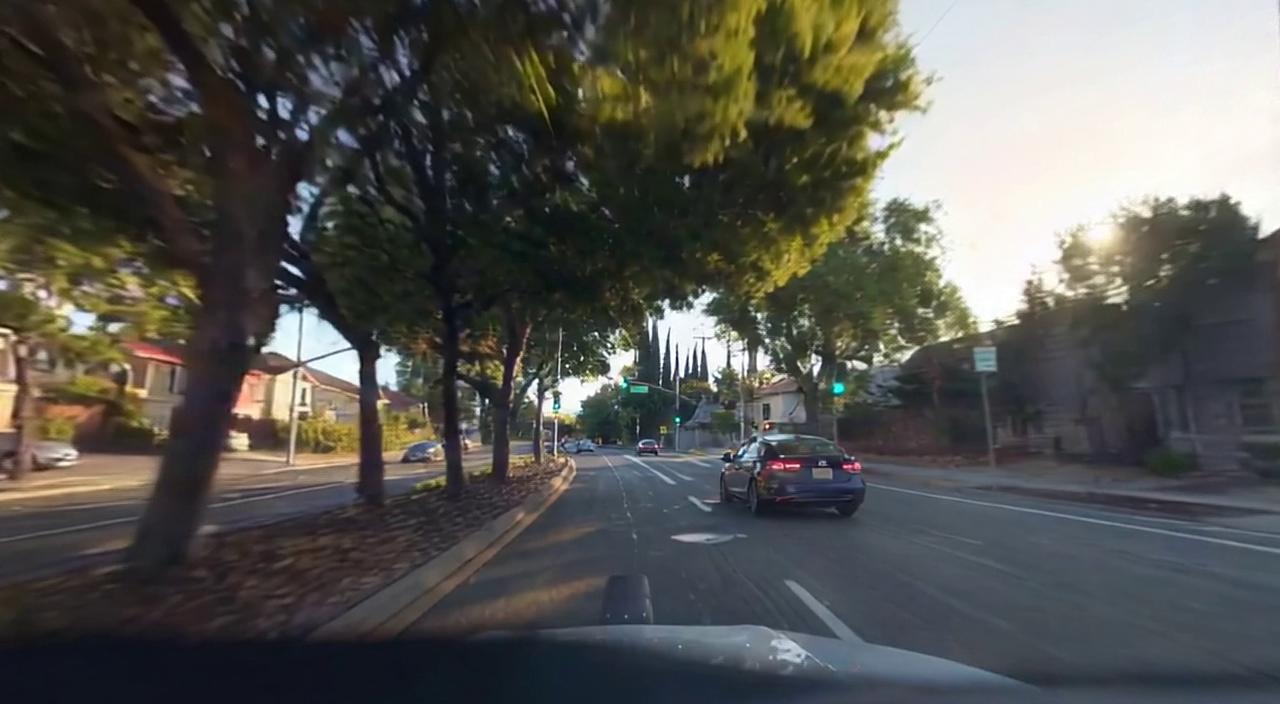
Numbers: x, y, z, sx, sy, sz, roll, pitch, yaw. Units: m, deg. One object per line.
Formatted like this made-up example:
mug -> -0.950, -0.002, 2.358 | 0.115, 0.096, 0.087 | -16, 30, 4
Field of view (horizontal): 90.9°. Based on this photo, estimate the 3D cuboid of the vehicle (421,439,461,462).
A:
vehicle -> -14.692, 7.278, 46.733 | 2.041, 1.608, 4.166 | 1, -9, -7

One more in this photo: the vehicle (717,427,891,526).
vehicle -> 2.758, 2.201, 11.687 | 1.960, 1.479, 4.086 | 0, -9, -3

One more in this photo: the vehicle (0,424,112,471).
vehicle -> -24.566, 3.830, 25.254 | 4.737, 1.805, 2.049 | 1, -9, -6

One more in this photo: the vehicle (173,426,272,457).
vehicle -> -25.913, 5.610, 39.238 | 4.583, 1.850, 2.015 | 1, -9, -9
